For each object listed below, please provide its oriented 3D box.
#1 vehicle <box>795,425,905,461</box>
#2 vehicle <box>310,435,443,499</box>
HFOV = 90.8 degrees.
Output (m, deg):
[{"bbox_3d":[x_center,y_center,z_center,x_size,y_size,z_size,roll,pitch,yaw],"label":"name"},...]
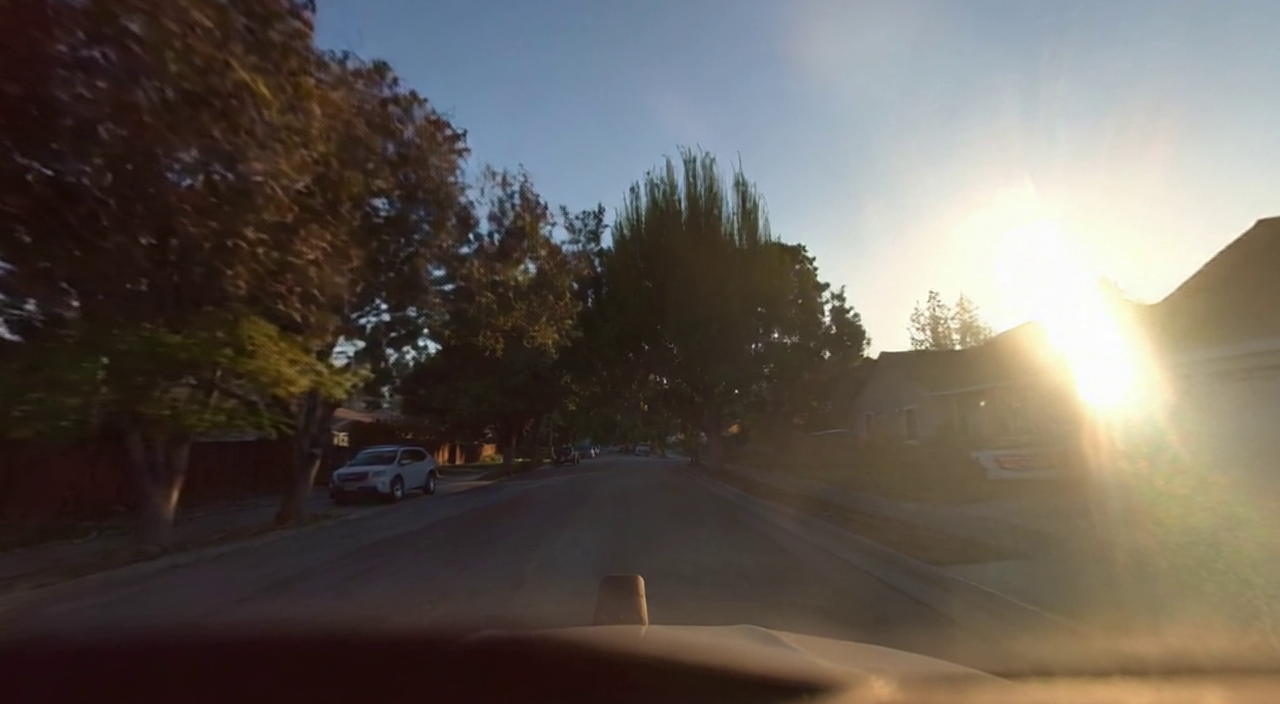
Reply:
[{"bbox_3d":[11.853,5.158,35.894,5.367,1.953,2.257,1,-9,-8],"label":"vehicle"},{"bbox_3d":[-8.567,3.820,21.188,2.352,1.843,4.979,-1,-10,0],"label":"vehicle"}]
